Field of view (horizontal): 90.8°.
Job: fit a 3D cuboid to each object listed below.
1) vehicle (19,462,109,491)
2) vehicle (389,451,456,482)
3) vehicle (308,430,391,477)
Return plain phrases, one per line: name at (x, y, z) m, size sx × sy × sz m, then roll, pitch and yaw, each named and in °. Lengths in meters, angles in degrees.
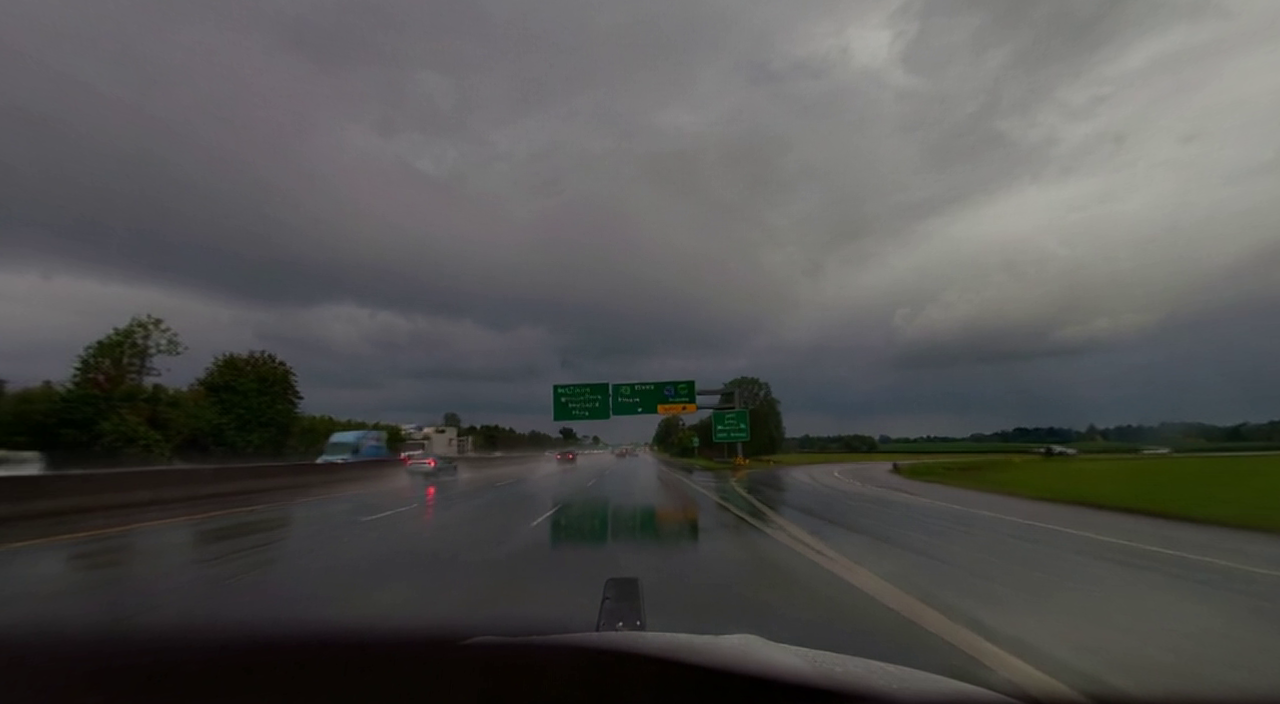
vehicle at (-38.662, 8.337, 42.565) m, size 1.998 × 1.707 × 5.242 m, roll 1°, pitch -9°, yaw -12°
vehicle at (-11.426, 6.008, 33.497) m, size 1.981 × 1.503 × 4.207 m, roll 0°, pitch -9°, yaw 1°
vehicle at (-19.454, 6.833, 42.710) m, size 2.503 × 2.882 × 6.369 m, roll 0°, pitch -9°, yaw 0°
